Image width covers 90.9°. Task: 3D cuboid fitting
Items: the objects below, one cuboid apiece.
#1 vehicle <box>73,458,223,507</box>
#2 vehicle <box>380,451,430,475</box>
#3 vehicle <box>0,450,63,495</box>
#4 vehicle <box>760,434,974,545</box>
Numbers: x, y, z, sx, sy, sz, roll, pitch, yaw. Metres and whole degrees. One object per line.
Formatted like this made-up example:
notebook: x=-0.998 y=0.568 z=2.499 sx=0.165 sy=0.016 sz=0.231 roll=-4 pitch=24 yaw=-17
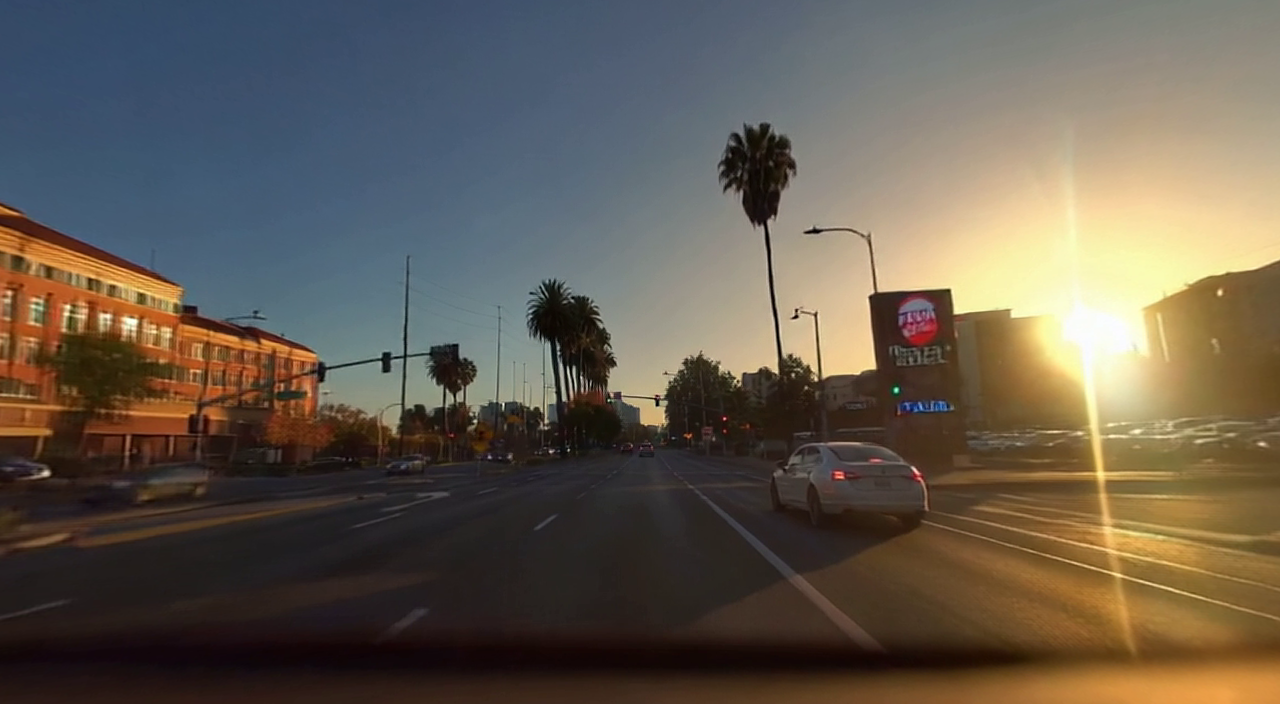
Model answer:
vehicle: x=-17.699 y=4.659 z=22.981 sx=1.961 sy=1.500 sz=4.291 roll=0 pitch=-8 yaw=0
vehicle: x=-17.707 y=8.362 z=47.738 sx=1.899 sy=1.615 sz=4.784 roll=-1 pitch=-8 yaw=1
vehicle: x=-31.406 y=5.864 z=30.984 sx=5.673 sy=2.029 sz=2.390 roll=-4 pitch=-9 yaw=27
vehicle: x=3.535 y=2.214 z=10.974 sx=1.870 sy=1.467 sz=4.800 roll=0 pitch=-8 yaw=-1
